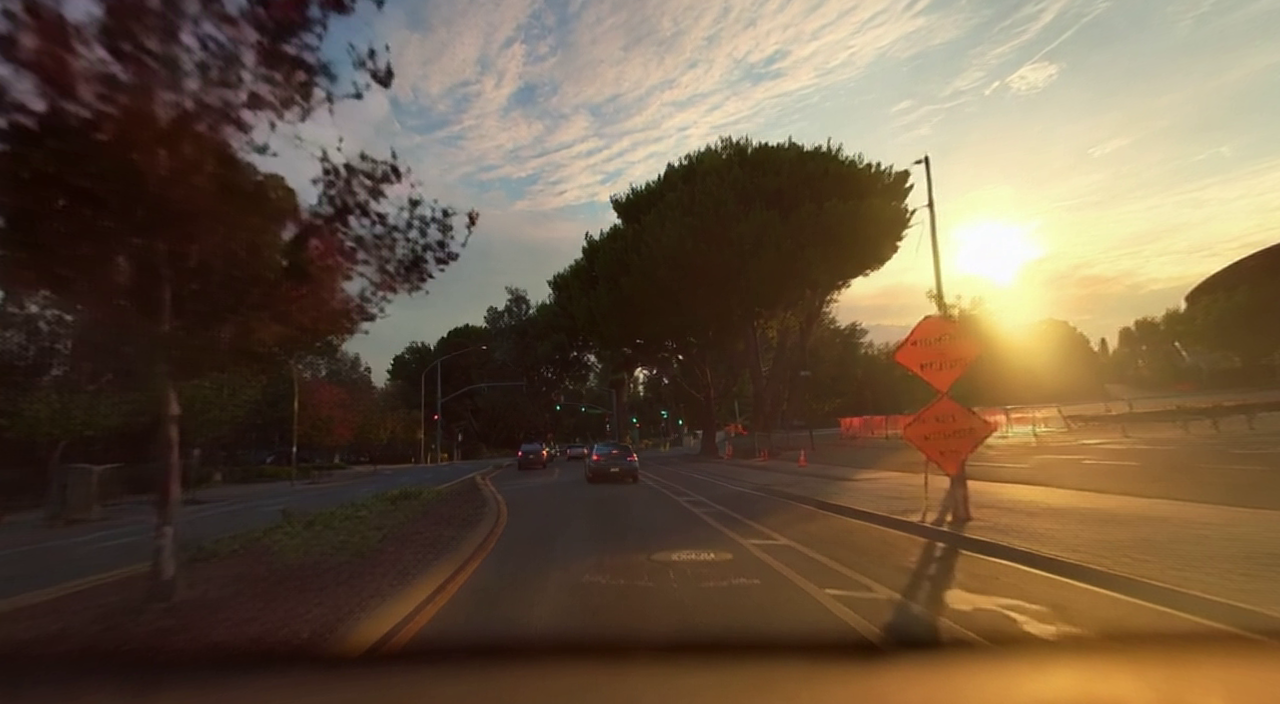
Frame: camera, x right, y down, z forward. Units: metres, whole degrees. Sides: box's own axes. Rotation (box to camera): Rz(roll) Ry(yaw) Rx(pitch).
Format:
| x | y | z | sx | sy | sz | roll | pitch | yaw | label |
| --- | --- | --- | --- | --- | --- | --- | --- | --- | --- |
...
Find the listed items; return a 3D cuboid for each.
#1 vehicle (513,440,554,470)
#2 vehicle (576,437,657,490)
| x | y | z | sx | sy | sz | roll | pitch | yaw | label |
| --- | --- | --- | --- | --- | --- | --- | --- | --- | --- |
| -6.206 | 6.020 | 37.185 | 2.077 | 1.665 | 4.206 | 1 | -8 | -6 | vehicle |
| -0.898 | 3.623 | 20.928 | 2.266 | 1.508 | 4.430 | 1 | -8 | -7 | vehicle |
